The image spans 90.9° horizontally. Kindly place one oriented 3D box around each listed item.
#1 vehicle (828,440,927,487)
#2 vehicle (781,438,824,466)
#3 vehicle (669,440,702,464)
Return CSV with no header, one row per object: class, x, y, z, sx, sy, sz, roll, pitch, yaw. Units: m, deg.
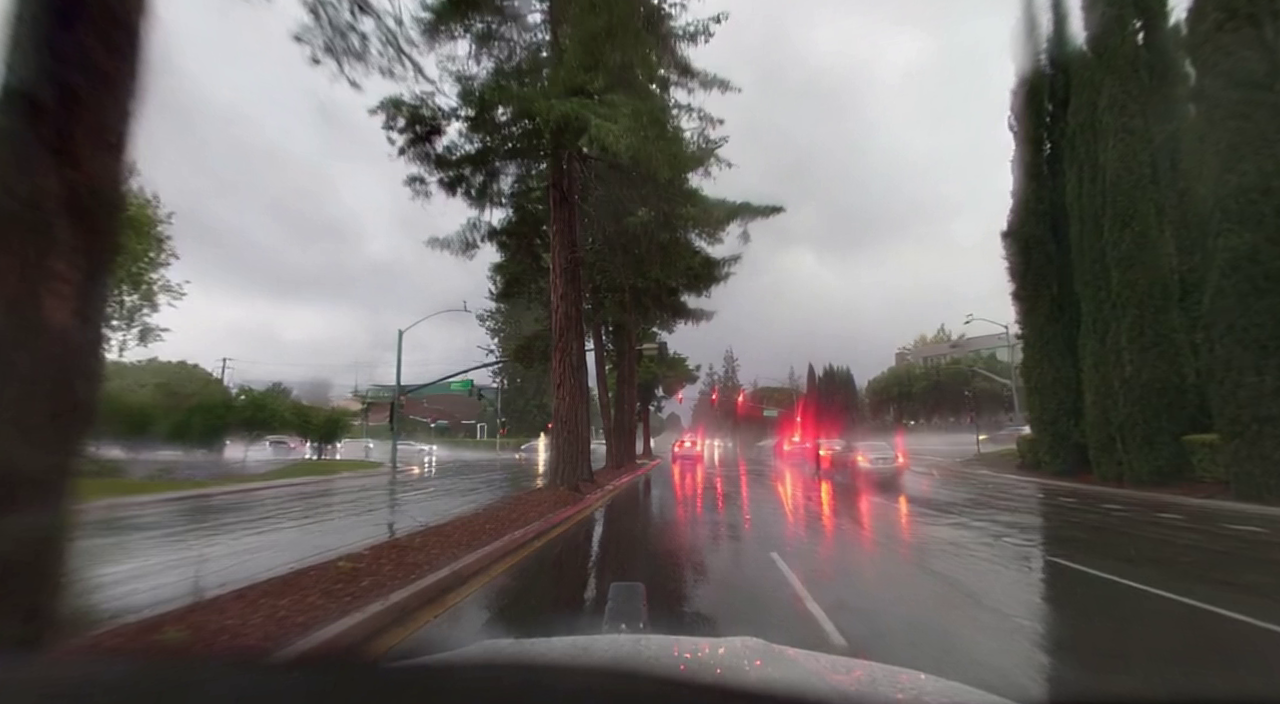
vehicle,8.228,3.890,22.369,1.947,1.478,4.731,-1,-8,4
vehicle,9.830,6.048,38.444,1.901,1.577,4.348,-1,-8,6
vehicle,2.940,6.530,41.302,2.041,1.485,3.813,-1,-8,4
